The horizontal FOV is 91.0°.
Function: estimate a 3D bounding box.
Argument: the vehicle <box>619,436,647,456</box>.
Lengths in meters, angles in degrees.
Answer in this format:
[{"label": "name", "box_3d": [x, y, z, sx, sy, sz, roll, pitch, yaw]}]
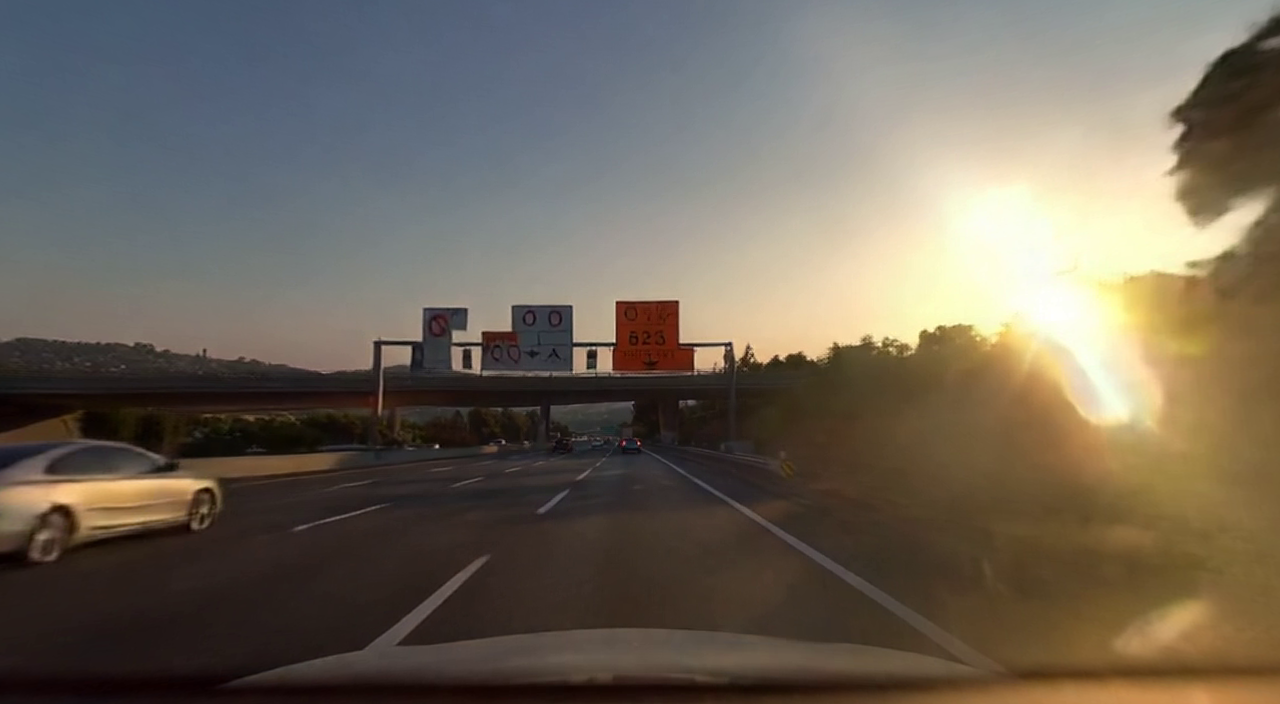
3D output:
[{"label": "vehicle", "box_3d": [-0.571, 7.195, 48.088, 2.072, 1.440, 3.690, 0, -8, -1]}]

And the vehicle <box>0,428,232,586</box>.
[{"label": "vehicle", "box_3d": [-7.138, 1.646, 7.112, 1.939, 1.504, 4.727, -1, -8, -1]}]
